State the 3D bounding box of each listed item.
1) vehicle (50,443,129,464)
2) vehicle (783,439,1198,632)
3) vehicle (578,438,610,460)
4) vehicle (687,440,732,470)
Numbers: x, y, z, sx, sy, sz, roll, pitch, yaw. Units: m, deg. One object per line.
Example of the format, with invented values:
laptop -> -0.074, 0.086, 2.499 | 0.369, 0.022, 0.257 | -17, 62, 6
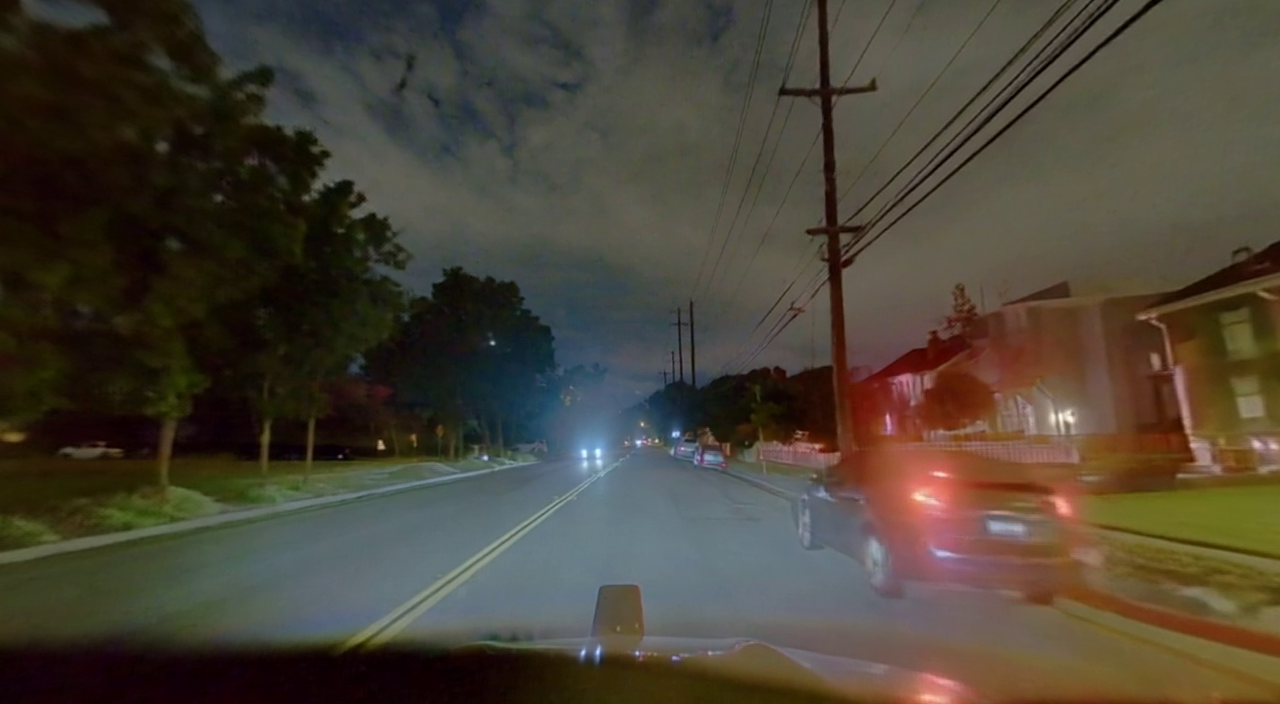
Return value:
vehicle -> -41.083, 7.541, 47.190 | 4.019, 1.503, 1.979 | 0, -8, 0
vehicle -> 3.181, 1.719, 7.108 | 1.990, 1.435, 4.526 | 0, -8, -1
vehicle -> -3.322, 7.068, 46.060 | 1.839, 1.520, 3.656 | -1, -8, 3
vehicle -> 3.668, 5.547, 34.185 | 1.915, 1.491, 4.642 | 0, -8, 0
